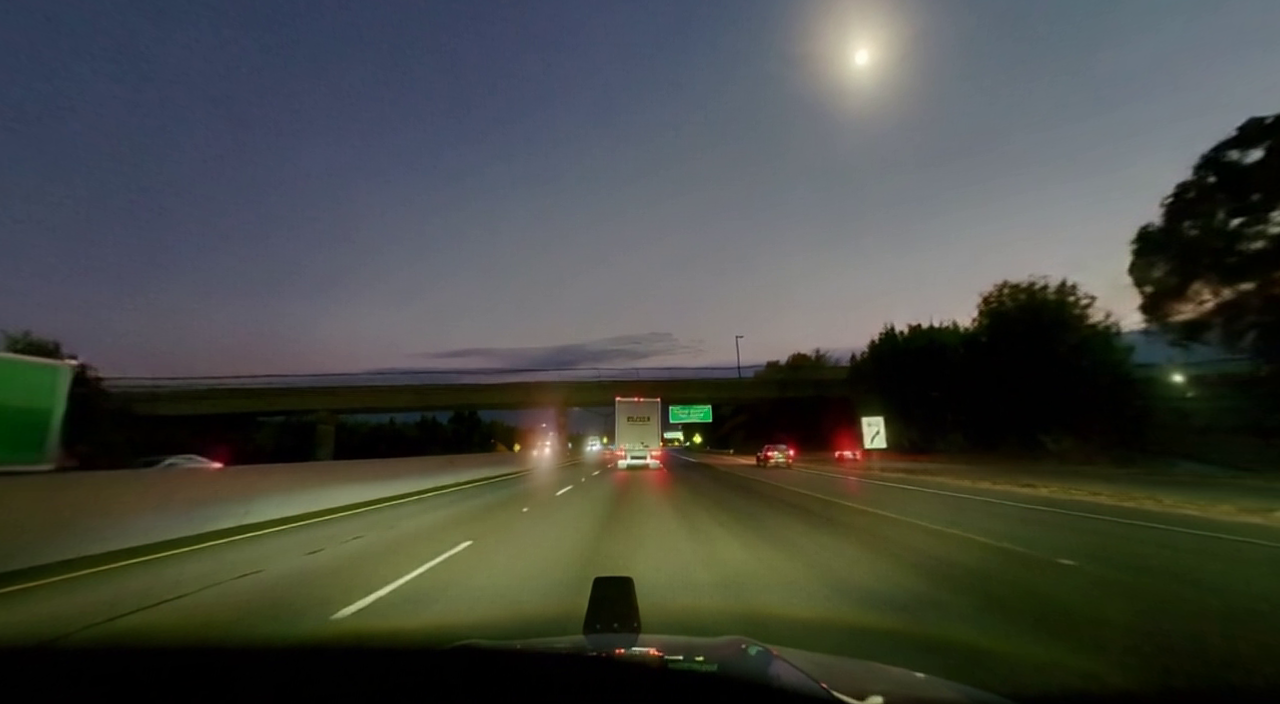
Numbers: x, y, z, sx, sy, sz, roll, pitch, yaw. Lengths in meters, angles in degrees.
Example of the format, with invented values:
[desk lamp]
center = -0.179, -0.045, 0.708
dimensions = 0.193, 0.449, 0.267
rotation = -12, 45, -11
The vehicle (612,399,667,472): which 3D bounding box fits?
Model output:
[vehicle]
center = -0.115, 5.607, 41.285
dimensions = 3.025, 4.002, 12.709
rotation = 0, -9, -1
